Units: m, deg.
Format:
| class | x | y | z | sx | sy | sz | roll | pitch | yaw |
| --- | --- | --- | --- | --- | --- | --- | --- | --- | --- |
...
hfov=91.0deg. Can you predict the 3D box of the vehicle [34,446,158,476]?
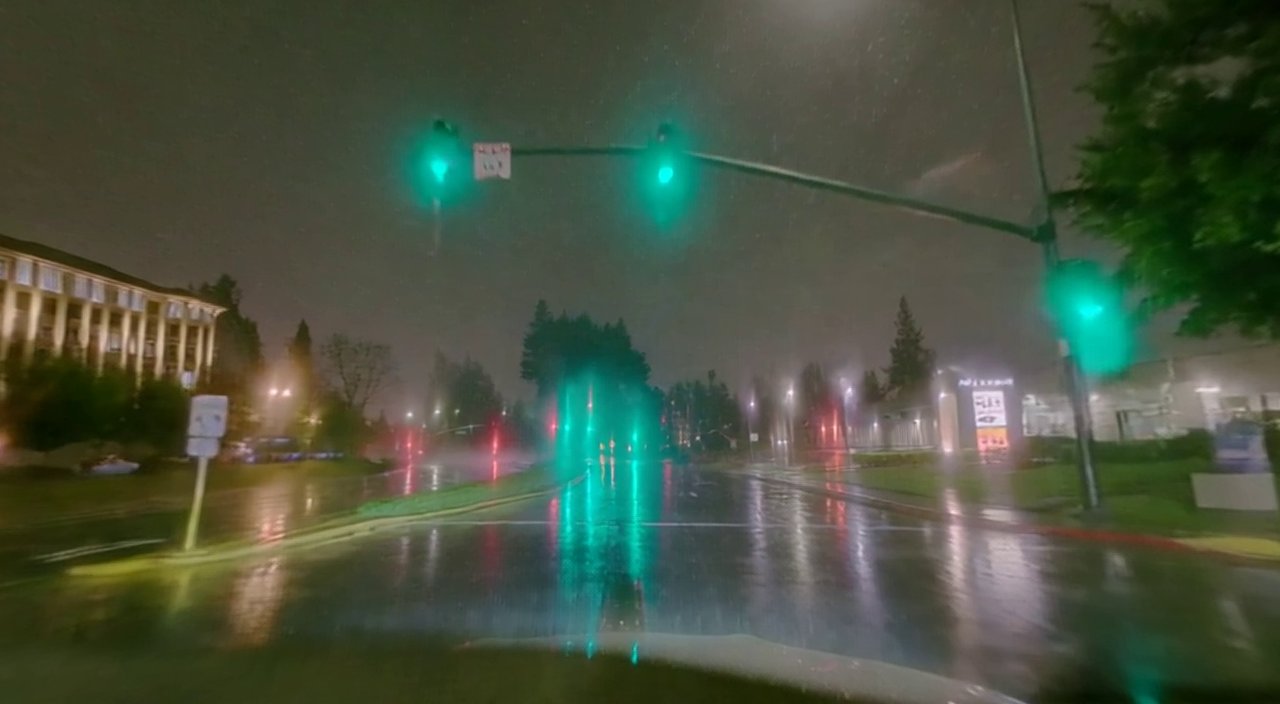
| class | x | y | z | sx | sy | sz | roll | pitch | yaw |
| --- | --- | --- | --- | --- | --- | --- | --- | --- | --- |
| vehicle | -29.004 | 5.810 | 33.676 | 4.652 | 1.489 | 1.992 | 0 | -9 | -2 |
